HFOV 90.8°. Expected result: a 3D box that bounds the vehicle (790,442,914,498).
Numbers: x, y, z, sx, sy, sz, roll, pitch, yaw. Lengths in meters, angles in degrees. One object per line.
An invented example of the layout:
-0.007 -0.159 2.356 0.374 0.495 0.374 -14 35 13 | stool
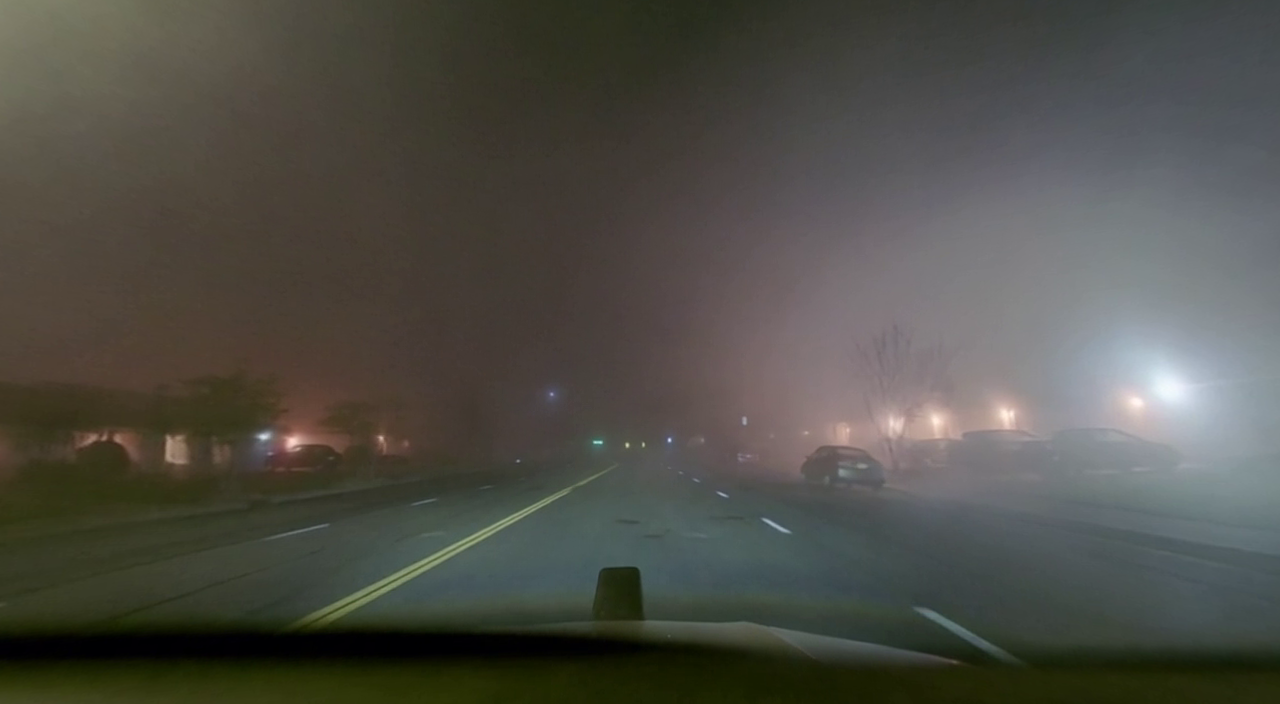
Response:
6.485 3.637 20.056 2.042 1.511 5.029 0 -8 -2 | vehicle

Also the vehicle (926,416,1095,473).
14.990 3.798 25.863 5.355 1.853 2.257 -4 -9 1 | vehicle

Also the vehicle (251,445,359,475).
-21.214 6.850 40.200 5.659 1.769 2.073 0 -8 -2 | vehicle

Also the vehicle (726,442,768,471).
6.840 6.749 40.967 1.996 1.745 4.556 -1 -9 1 | vehicle

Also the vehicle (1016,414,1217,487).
13.336 2.823 18.193 1.978 1.738 4.734 -2 -9 -1 | vehicle
